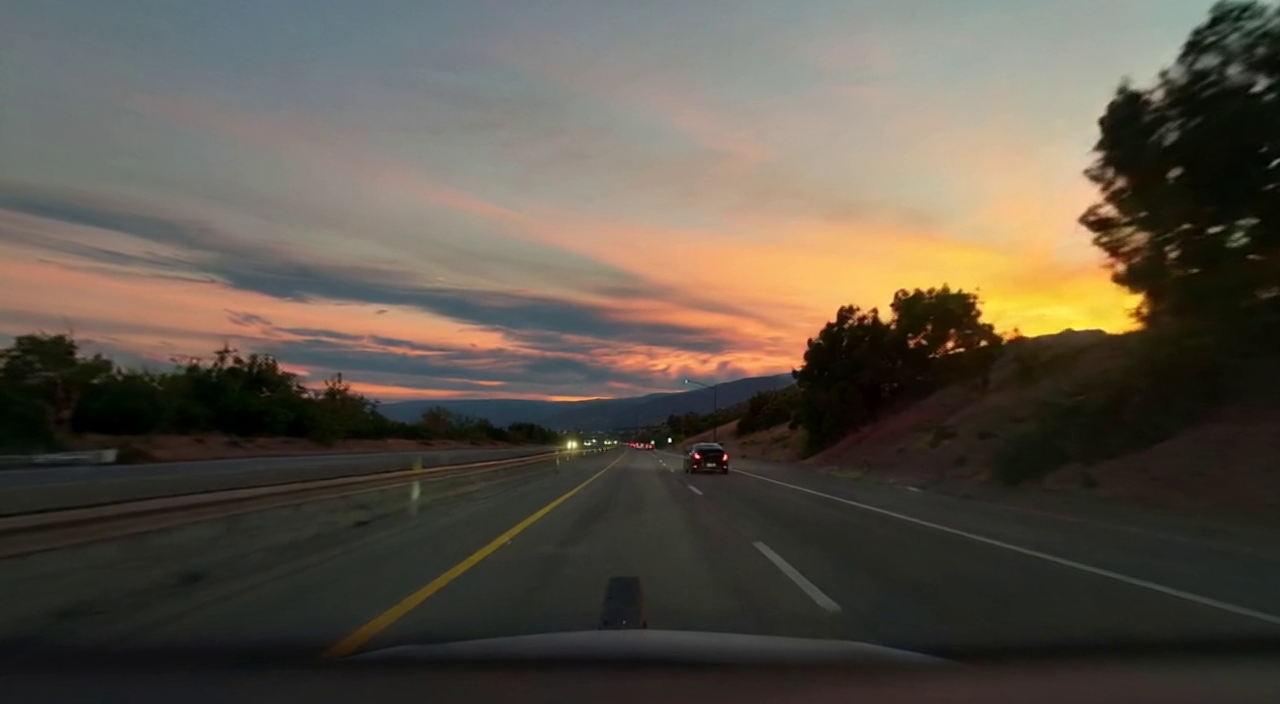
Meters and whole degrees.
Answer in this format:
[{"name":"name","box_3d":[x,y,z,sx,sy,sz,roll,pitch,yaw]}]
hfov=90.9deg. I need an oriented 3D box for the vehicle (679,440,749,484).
[{"name":"vehicle","box_3d":[2.692,4.119,23.935,1.991,1.475,4.302,0,-8,-2]}]
